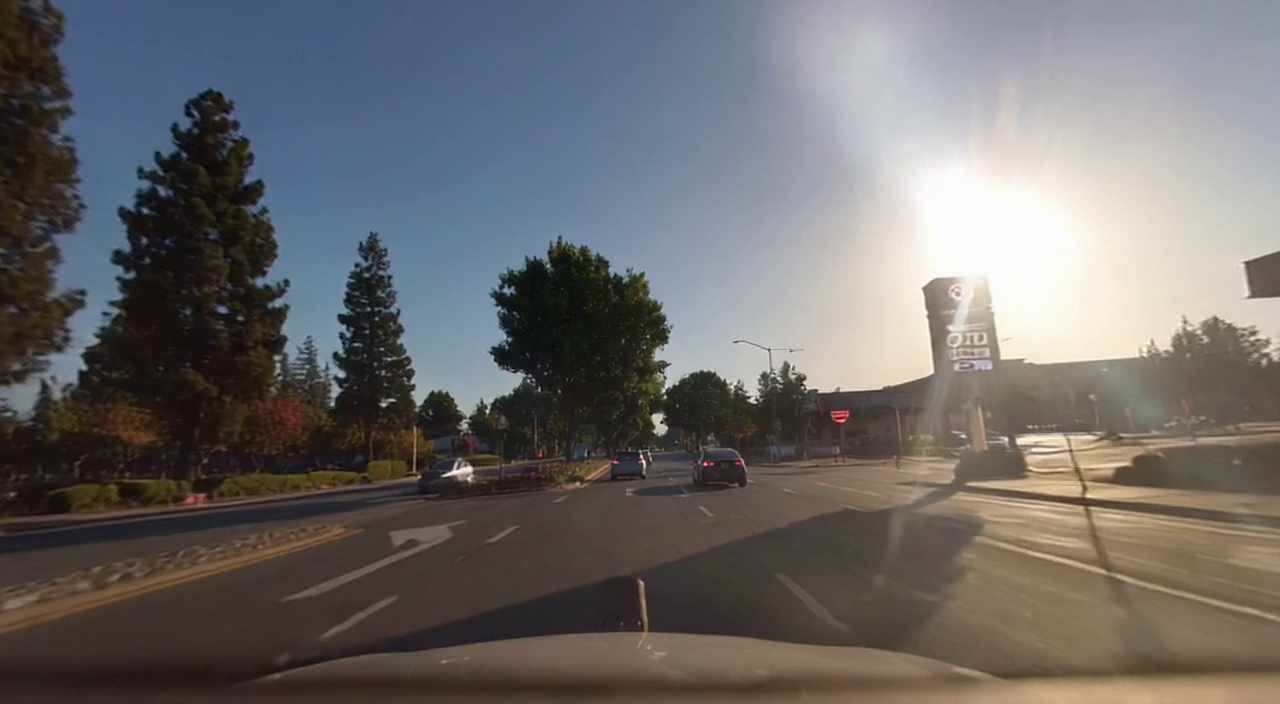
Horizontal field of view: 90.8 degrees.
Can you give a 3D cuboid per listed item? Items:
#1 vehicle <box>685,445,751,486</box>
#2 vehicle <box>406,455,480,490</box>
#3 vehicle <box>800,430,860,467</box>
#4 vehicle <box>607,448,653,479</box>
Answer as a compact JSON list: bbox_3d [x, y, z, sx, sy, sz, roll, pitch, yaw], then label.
[{"bbox_3d":[3.086,4.639,26.162,2.057,1.491,4.675,-1,-9,-1],"label":"vehicle"},{"bbox_3d":[-9.592,5.888,31.211,2.140,1.549,4.590,-1,-9,0],"label":"vehicle"},{"bbox_3d":[13.315,6.816,44.478,3.340,2.479,2.547,0,-9,-1],"label":"vehicle"},{"bbox_3d":[-0.498,5.820,33.235,2.242,1.474,4.127,-1,-9,0],"label":"vehicle"}]
